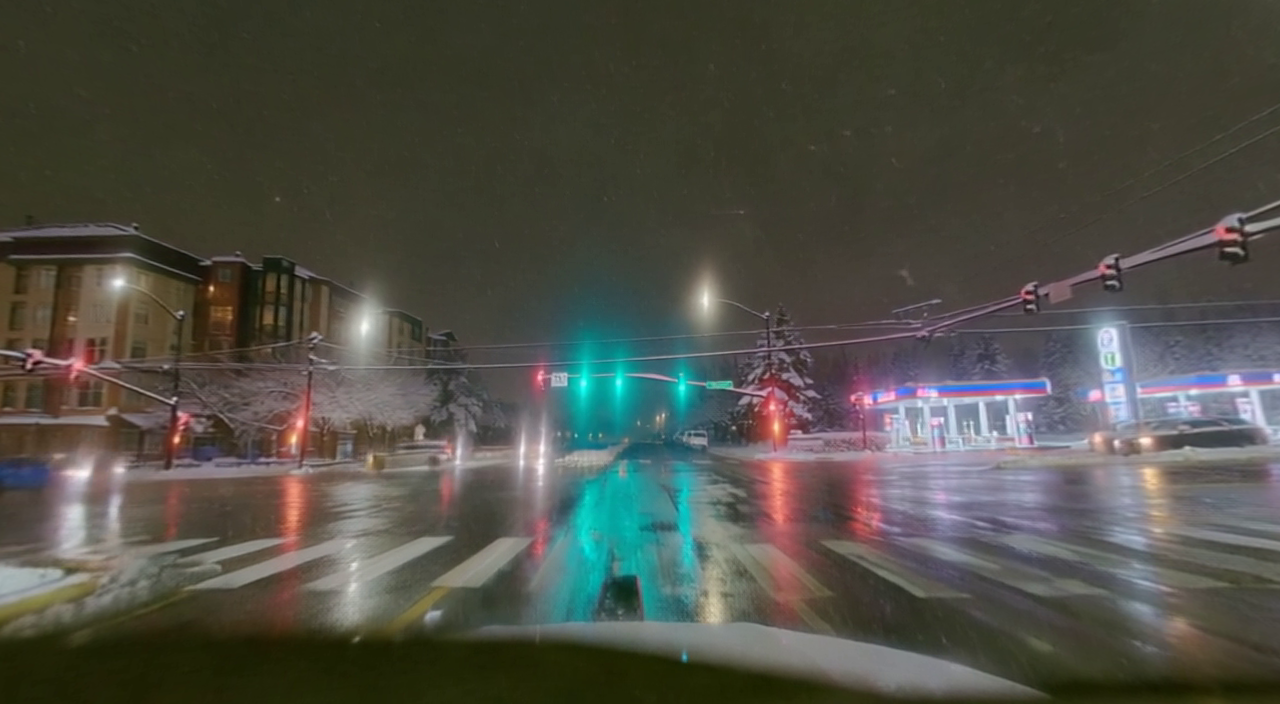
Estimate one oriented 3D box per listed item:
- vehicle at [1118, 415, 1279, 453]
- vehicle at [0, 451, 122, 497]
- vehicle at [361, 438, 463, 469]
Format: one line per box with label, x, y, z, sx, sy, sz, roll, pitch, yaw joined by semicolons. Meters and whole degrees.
vehicle;22.801;3.392;25.808;4.696;1.483;1.898;-1;-8;3
vehicle;-21.951;4.453;22.996;4.488;1.463;1.888;-3;-9;3
vehicle;-14.705;6.575;40.831;5.789;1.893;2.169;-1;-8;4
